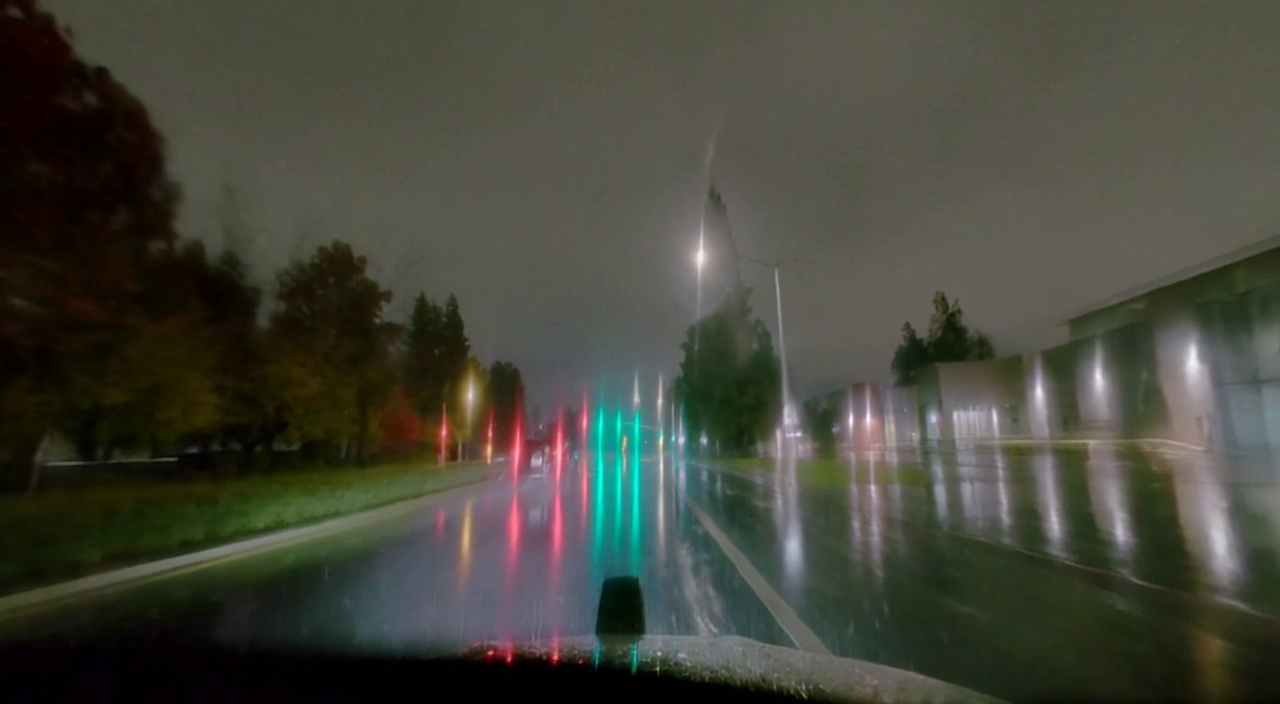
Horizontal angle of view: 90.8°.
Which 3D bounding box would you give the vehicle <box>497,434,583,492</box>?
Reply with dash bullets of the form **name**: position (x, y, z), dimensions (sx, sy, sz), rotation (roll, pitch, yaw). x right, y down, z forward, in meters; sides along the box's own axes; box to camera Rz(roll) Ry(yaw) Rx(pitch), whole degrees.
- **vehicle**: position (-3.217, 3.660, 21.232), dimensions (2.121, 1.724, 4.392), rotation (0, -9, 1)
